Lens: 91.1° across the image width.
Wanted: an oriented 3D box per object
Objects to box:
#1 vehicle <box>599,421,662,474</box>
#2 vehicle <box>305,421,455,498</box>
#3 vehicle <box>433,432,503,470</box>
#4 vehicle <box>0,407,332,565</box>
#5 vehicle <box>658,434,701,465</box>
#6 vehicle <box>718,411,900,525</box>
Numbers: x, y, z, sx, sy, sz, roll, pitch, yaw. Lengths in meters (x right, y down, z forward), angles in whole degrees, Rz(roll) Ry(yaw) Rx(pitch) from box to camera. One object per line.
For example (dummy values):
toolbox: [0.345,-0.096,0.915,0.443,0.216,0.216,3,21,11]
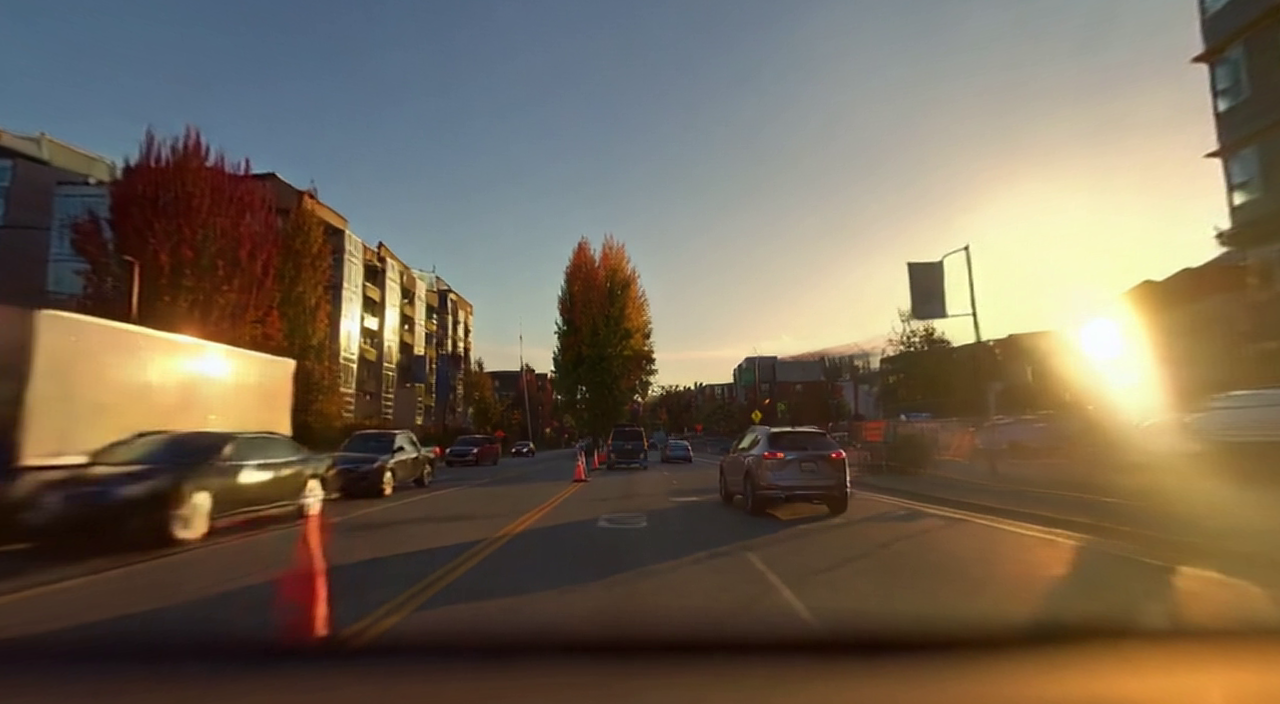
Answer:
vehicle: [-0.526,4.737,31.141,2.762,2.309,6.723,0,-9,-2]
vehicle: [-7.646,3.232,19.308,2.296,1.911,5.688,-2,-8,-1]
vehicle: [-9.510,5.529,35.182,2.192,1.923,4.970,-1,-9,5]
vehicle: [-7.302,1.930,9.926,2.437,1.820,4.827,-1,-8,0]
vehicle: [2.491,6.359,40.997,2.187,1.835,5.471,0,-8,-2]
vehicle: [3.075,2.292,12.966,2.120,1.828,5.531,0,-9,-1]
